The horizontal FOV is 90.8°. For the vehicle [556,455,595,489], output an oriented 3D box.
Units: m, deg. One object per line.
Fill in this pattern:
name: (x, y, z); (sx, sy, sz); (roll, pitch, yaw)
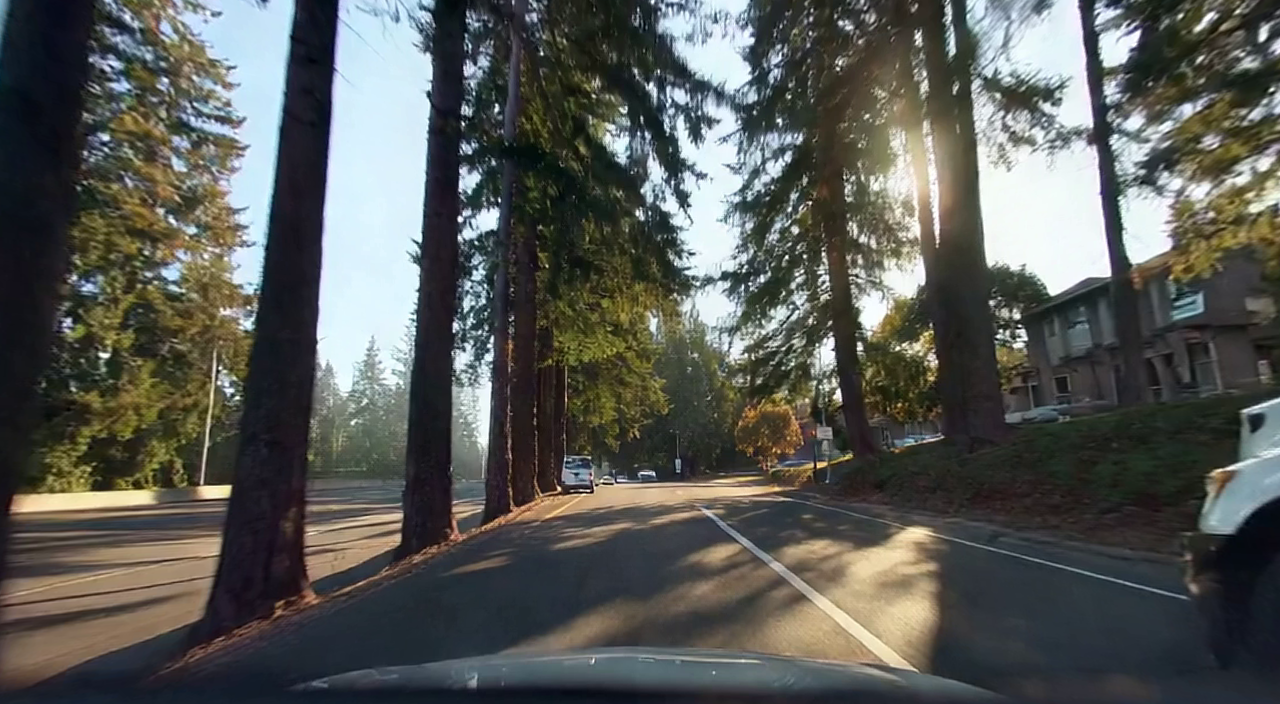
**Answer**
vehicle: (-4.591, 8.616, 45.802); (2.323, 2.252, 4.808); (0, -9, -1)
